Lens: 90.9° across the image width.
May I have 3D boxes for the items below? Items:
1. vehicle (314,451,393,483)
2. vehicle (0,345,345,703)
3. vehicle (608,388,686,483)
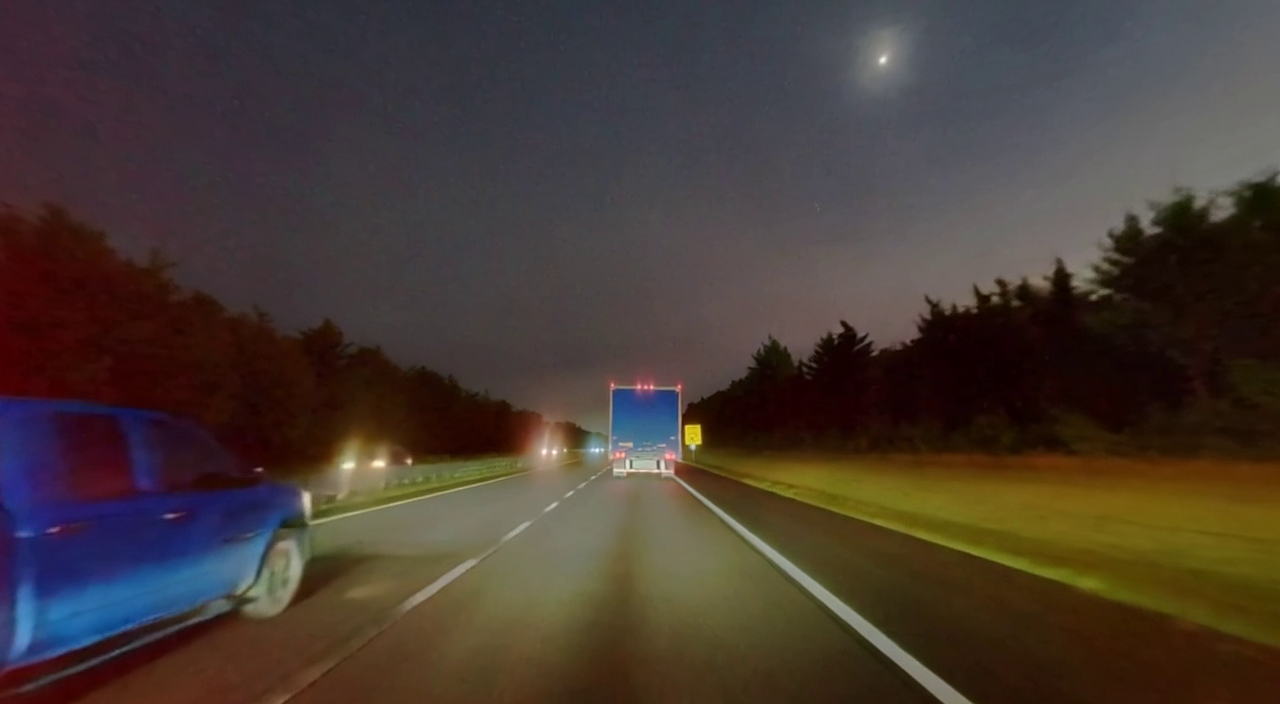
[{"bbox_3d":[-14.487,5.805,32.165,1.906,1.484,4.437,0,-9,0],"label":"vehicle"},{"bbox_3d":[-3.558,0.900,2.998,2.160,1.661,4.388,0,-9,0],"label":"vehicle"},{"bbox_3d":[0.114,3.760,27.882,2.913,3.530,8.648,0,-9,-2],"label":"vehicle"}]
